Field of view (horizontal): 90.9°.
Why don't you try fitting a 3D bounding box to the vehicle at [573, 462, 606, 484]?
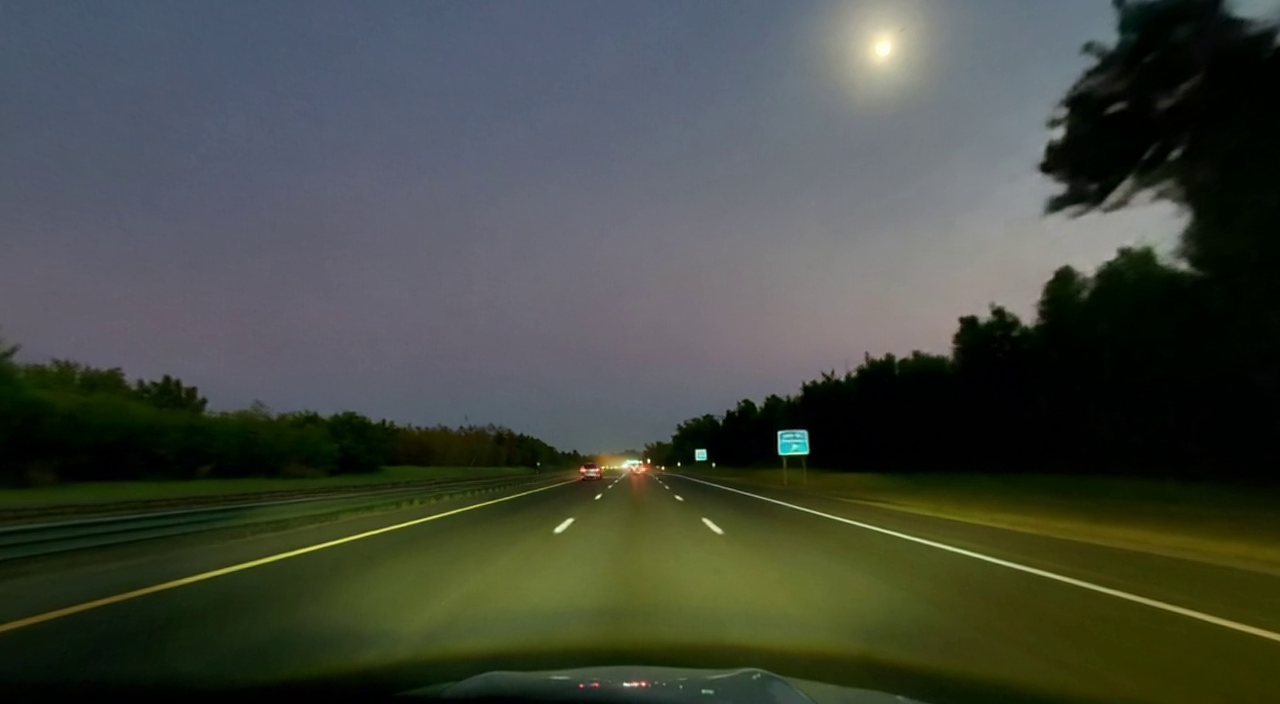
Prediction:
[{"bbox_3d":[-3.749,9.209,47.909,2.143,1.516,4.552,1,-11,0],"label":"vehicle"}]
